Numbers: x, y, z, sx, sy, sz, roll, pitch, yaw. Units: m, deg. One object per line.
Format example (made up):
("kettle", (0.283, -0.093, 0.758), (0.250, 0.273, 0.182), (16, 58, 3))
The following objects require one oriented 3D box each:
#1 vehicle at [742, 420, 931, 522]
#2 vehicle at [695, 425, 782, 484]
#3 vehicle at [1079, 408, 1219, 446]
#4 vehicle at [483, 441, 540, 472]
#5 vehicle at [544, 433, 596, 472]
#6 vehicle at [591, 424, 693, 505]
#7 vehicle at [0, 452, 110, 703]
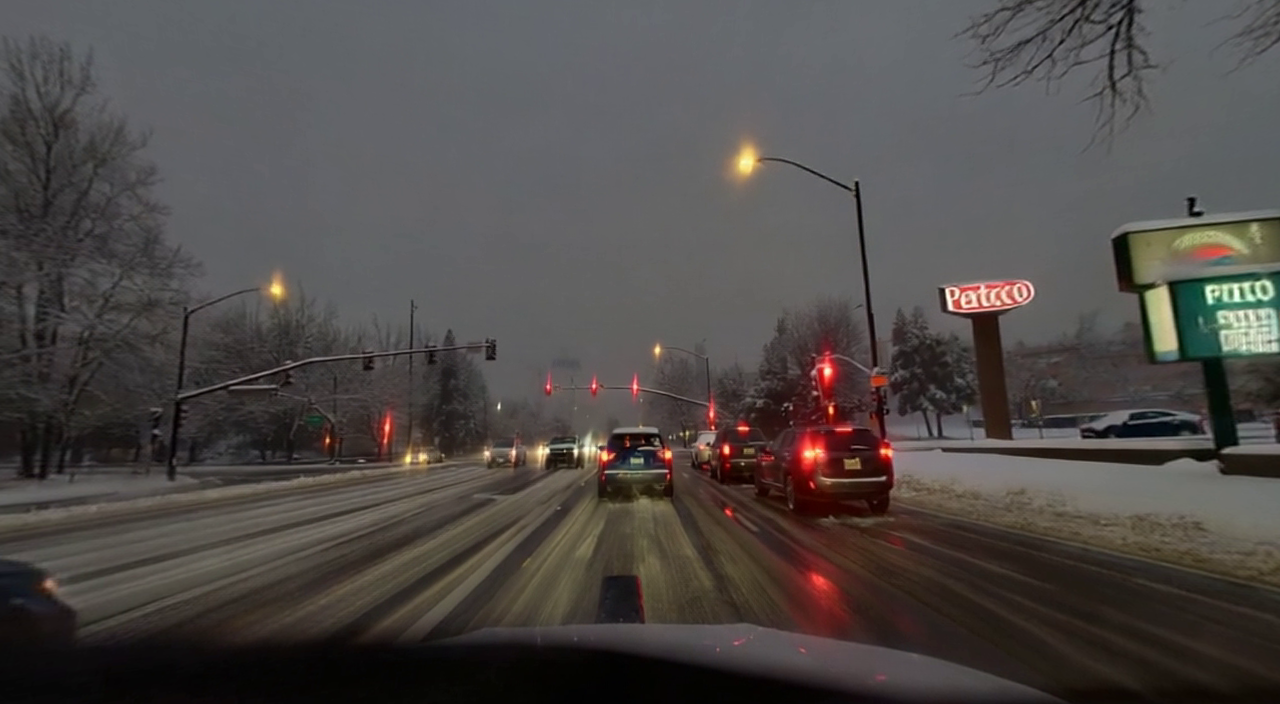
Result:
("vehicle", (3.604, 2.298, 12.721), (2.198, 1.660, 4.512), (0, -9, -2))
("vehicle", (3.240, 3.527, 21.879), (2.144, 1.802, 4.609), (0, -9, -1))
("vehicle", (24.008, 3.597, 29.954), (4.854, 1.712, 2.017), (0, -9, -1))
("vehicle", (-6.502, 5.357, 32.490), (1.954, 1.473, 4.350), (0, -9, 1))
("vehicle", (-3.435, 5.037, 31.816), (2.106, 1.778, 4.444), (0, -9, 0))
("vehicle", (-0.040, 2.685, 15.394), (2.146, 1.685, 4.003), (0, -9, -3))
("vehicle", (-3.517, 0.834, 0.893), (1.980, 1.321, 4.113), (0, -9, 0))
